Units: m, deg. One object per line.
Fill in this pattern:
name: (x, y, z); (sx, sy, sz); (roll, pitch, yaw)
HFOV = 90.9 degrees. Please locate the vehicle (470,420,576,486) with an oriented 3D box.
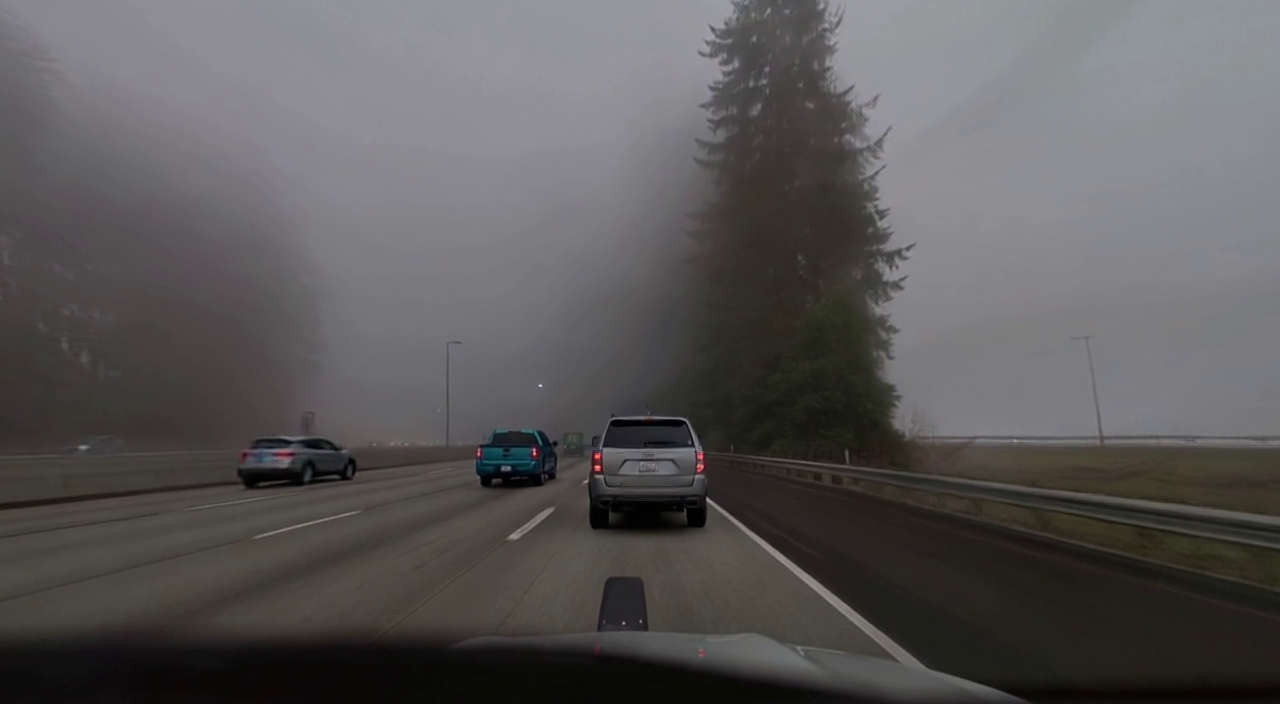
vehicle: (-3.792, 3.446, 21.738); (2.486, 1.962, 5.525); (-1, -8, 1)

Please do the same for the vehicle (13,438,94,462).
vehicle: (-34.739, 5.802, 37.437); (1.487, 1.362, 3.342); (-1, -8, 1)

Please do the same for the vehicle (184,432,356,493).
vehicle: (-10.393, 3.136, 18.279); (2.002, 1.484, 4.798); (0, -8, 1)

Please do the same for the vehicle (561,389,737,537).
vehicle: (0.120, 1.867, 11.071); (2.395, 2.013, 4.734); (0, -8, 0)
